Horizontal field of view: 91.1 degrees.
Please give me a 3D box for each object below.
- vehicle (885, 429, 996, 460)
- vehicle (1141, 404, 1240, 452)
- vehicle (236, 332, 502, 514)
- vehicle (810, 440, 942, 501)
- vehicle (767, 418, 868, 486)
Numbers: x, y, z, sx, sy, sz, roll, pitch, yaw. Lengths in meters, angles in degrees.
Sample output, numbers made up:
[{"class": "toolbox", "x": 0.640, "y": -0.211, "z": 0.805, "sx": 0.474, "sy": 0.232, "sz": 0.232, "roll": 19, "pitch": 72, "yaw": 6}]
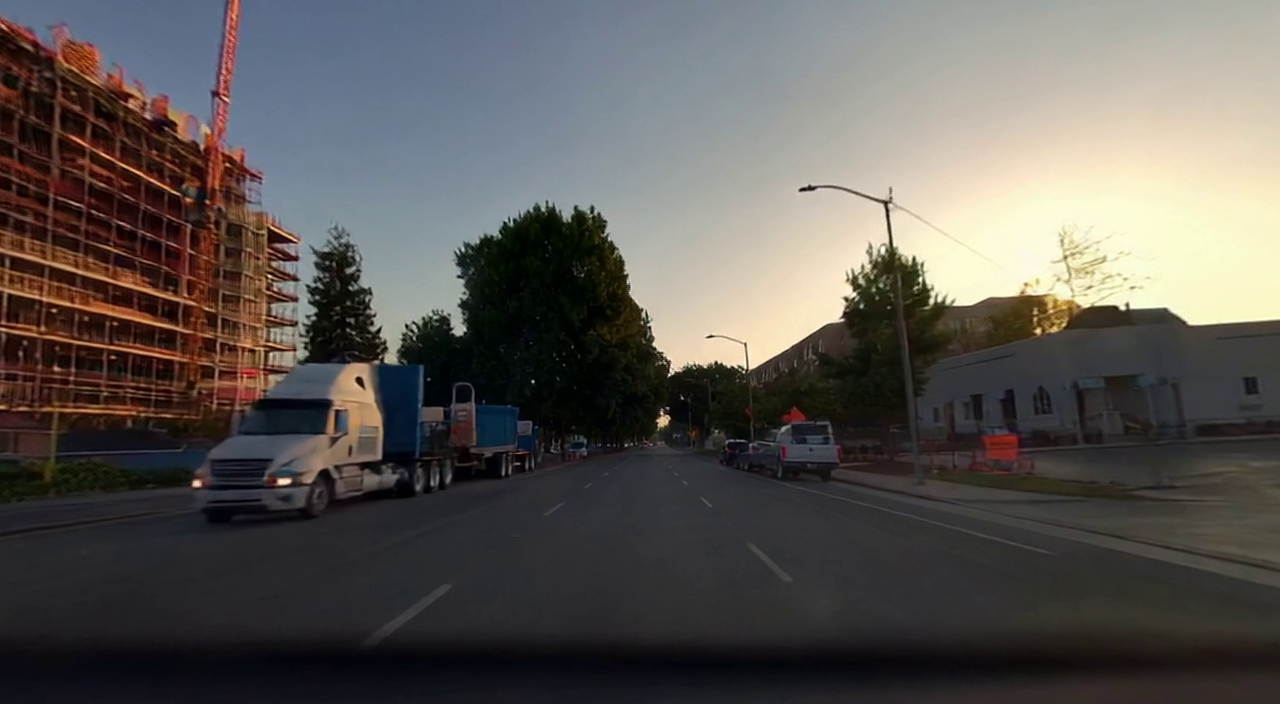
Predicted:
[{"class": "vehicle", "x": 15.943, "y": 4.935, "z": 33.463, "sx": 4.775, "sy": 1.610, "sz": 2.147, "roll": 0, "pitch": -8, "yaw": -3}, {"class": "vehicle", "x": 23.118, "y": 3.304, "z": 26.605, "sx": 2.078, "sy": 1.823, "sz": 5.181, "roll": -5, "pitch": -10, "yaw": 30}, {"class": "vehicle", "x": -7.081, "y": 2.304, "z": 19.129, "sx": 3.071, "sy": 3.982, "sz": 10.729, "roll": 0, "pitch": -8, "yaw": 1}, {"class": "vehicle", "x": 6.530, "y": 3.309, "z": 18.028, "sx": 1.933, "sy": 1.488, "sz": 4.736, "roll": 0, "pitch": -8, "yaw": 0}, {"class": "vehicle", "x": 6.611, "y": 3.823, "z": 24.195, "sx": 2.233, "sy": 2.269, "sz": 5.757, "roll": 0, "pitch": -8, "yaw": 1}]
